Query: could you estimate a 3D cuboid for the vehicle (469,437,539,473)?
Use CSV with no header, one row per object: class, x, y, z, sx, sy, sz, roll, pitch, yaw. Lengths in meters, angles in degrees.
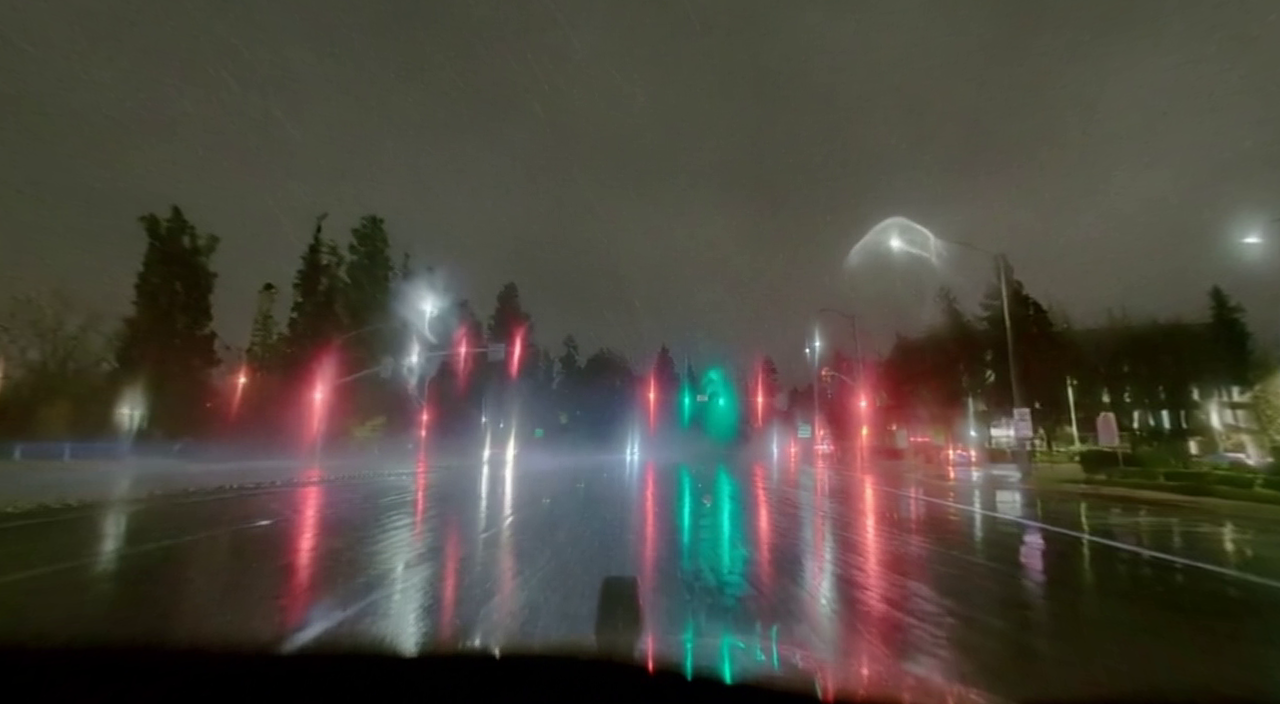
vehicle,-6.150,4.712,29.147,1.893,1.503,4.309,-1,-8,6
